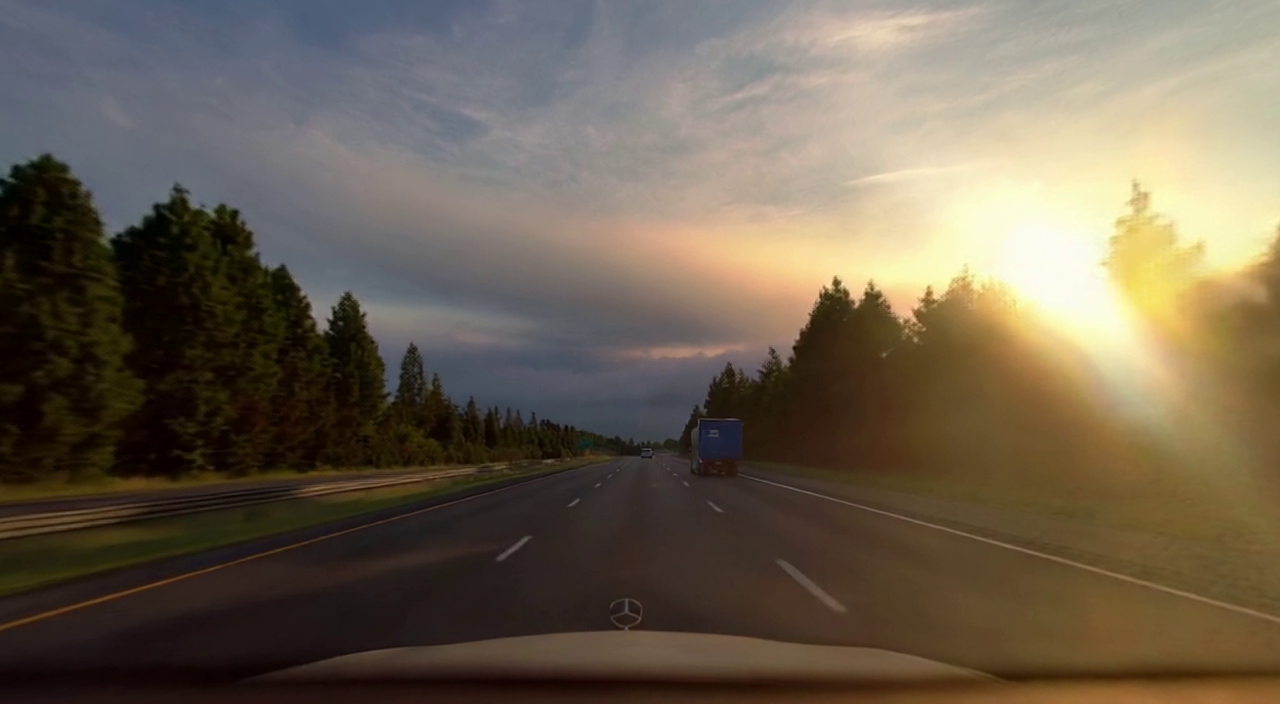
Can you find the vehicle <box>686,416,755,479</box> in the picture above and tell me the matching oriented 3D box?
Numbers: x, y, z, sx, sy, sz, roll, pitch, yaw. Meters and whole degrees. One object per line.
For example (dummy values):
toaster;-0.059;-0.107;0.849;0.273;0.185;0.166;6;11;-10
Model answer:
vehicle;3.844;4.776;31.492;2.572;2.795;5.978;0;-9;-1
